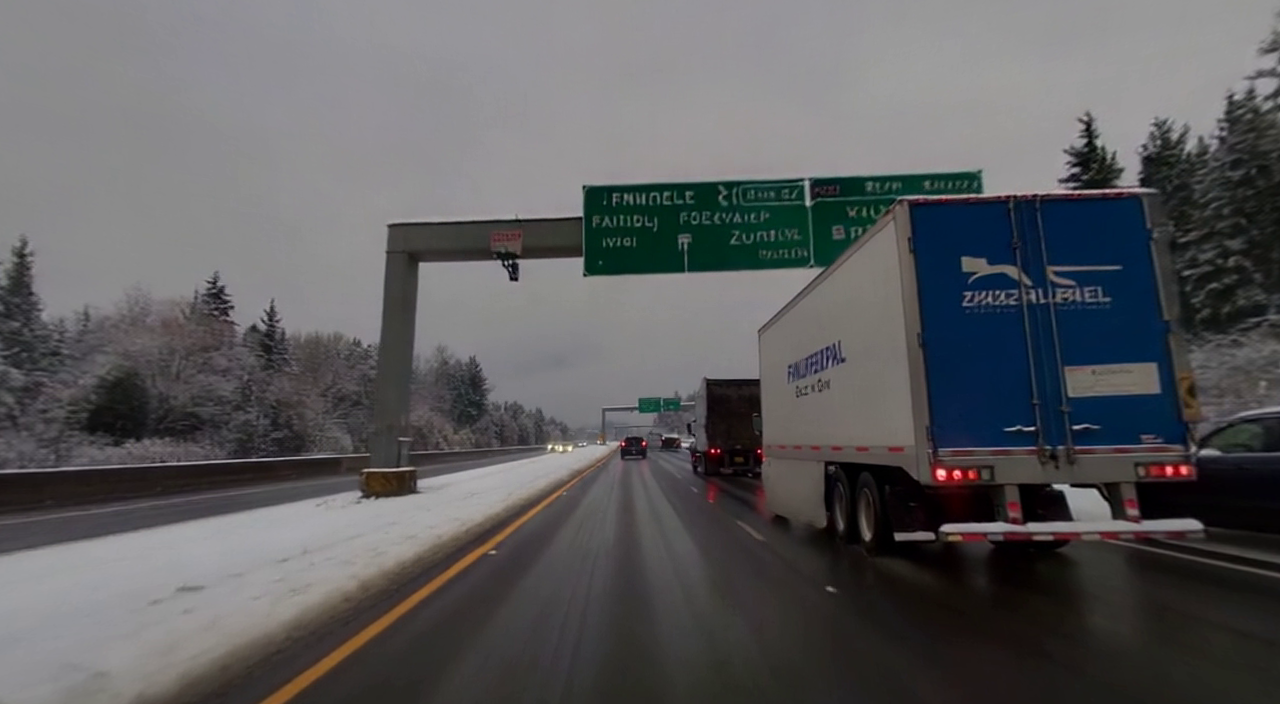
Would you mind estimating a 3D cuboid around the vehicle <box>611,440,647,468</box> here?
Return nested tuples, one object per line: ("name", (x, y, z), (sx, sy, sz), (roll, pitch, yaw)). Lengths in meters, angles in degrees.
("vehicle", (-0.658, 5.765, 35.796), (1.943, 1.491, 3.459), (0, -8, -2))

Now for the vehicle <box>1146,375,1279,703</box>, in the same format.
("vehicle", (4.793, 0.919, 3.098), (4.253, 1.543, 2.045), (4, -9, -30))

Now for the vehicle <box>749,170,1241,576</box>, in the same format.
("vehicle", (4.257, 0.744, 10.819), (2.853, 4.086, 9.078), (0, -8, -1))
